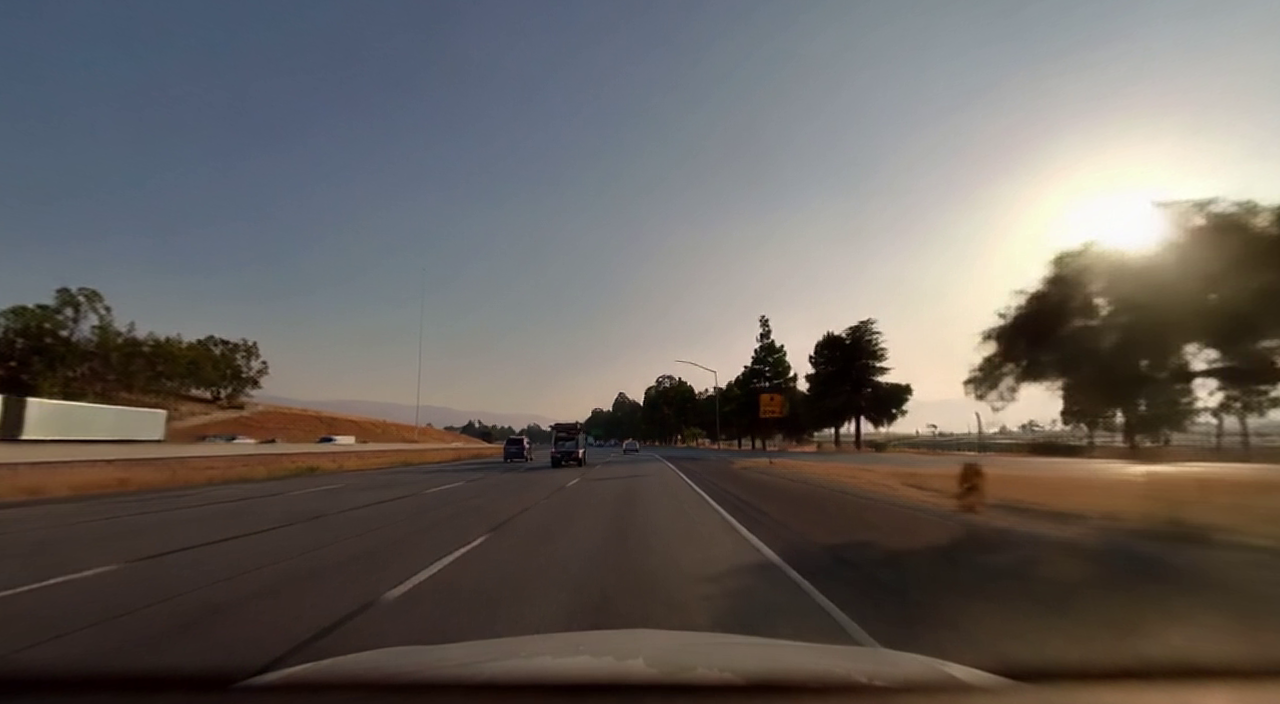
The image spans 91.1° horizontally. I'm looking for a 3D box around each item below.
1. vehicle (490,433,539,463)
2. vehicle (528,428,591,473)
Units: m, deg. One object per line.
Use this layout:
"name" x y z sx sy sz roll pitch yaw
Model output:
"vehicle" -7.761 6.009 39.296 2.078 1.729 4.722 0 -8 0
"vehicle" -3.386 4.248 27.211 2.194 1.766 3.720 0 -8 0
